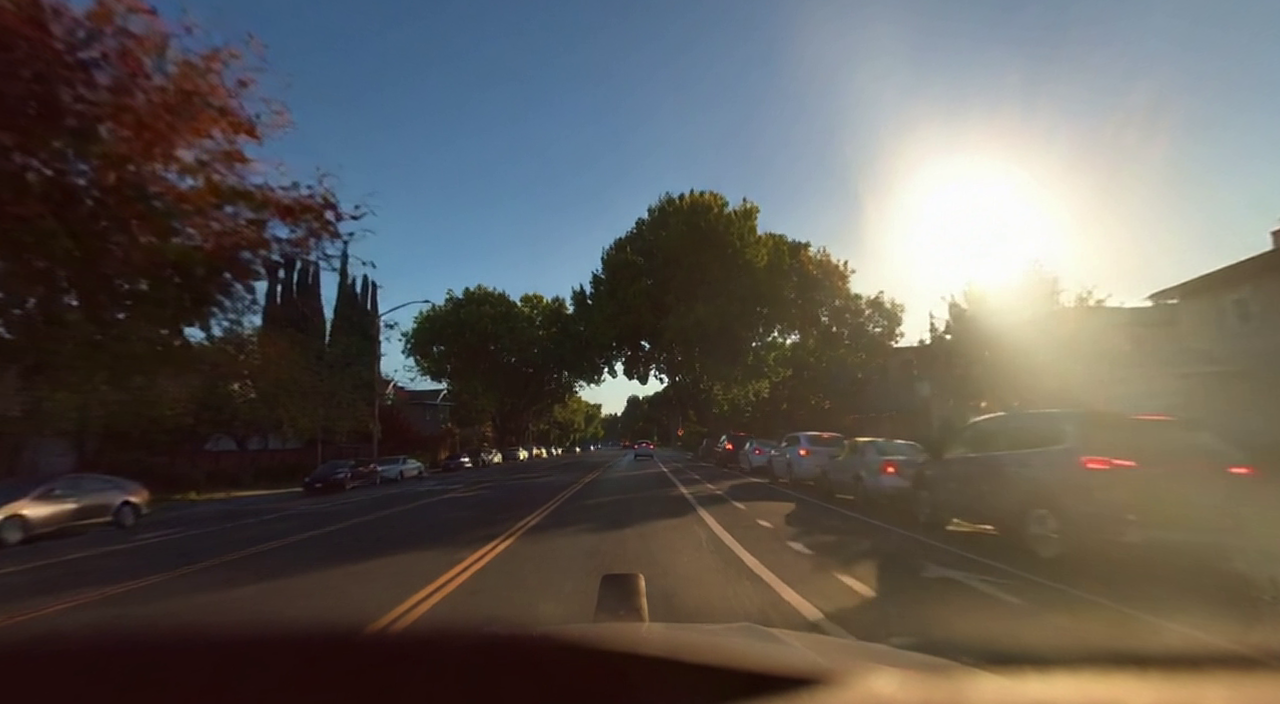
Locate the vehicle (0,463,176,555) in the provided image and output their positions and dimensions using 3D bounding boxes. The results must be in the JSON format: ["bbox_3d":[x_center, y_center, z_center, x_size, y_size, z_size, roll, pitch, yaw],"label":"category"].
[{"bbox_3d":[-12.608,3.200,13.332,1.880,1.523,4.833,0,-8,1],"label":"vehicle"}]

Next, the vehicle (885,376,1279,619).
[{"bbox_3d":[4.920,1.442,7.337,2.022,1.799,5.105,0,-8,-1],"label":"vehicle"}]

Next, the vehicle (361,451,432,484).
[{"bbox_3d":[-12.419,5.892,32.563,1.853,1.497,4.527,0,-8,0],"label":"vehicle"}]

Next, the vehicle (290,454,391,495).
[{"bbox_3d":[-12.709,5.178,27.175,1.969,1.490,4.675,0,-8,1],"label":"vehicle"}]

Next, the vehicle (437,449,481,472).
[{"bbox_3d":[-12.594,7.583,44.289,1.877,1.505,4.125,0,-8,0],"label":"vehicle"}]

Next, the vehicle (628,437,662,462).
[{"bbox_3d":[0.275,6.121,39.809,2.022,1.471,3.973,0,-8,-1],"label":"vehicle"}]
